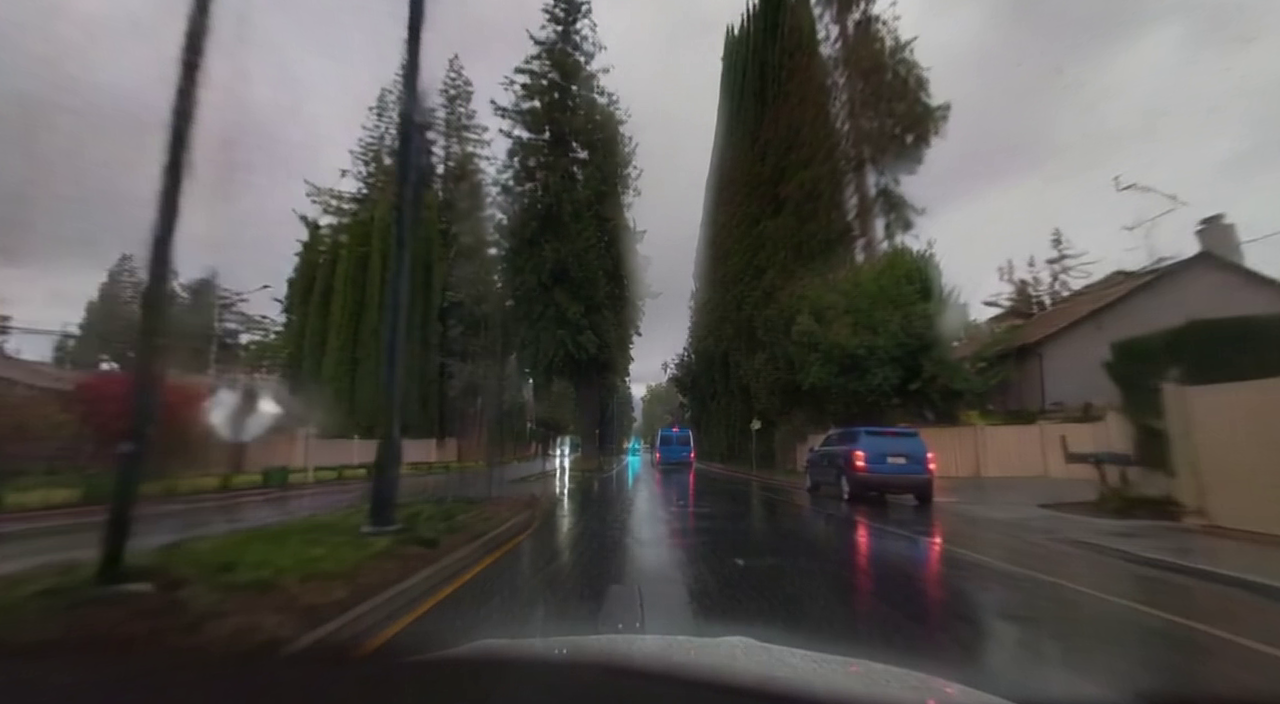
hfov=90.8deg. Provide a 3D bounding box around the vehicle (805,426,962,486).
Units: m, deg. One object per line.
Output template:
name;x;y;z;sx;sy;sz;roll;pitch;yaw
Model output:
vehicle;9.190;3.963;24.294;4.990;2.142;2.488;0;-8;1
